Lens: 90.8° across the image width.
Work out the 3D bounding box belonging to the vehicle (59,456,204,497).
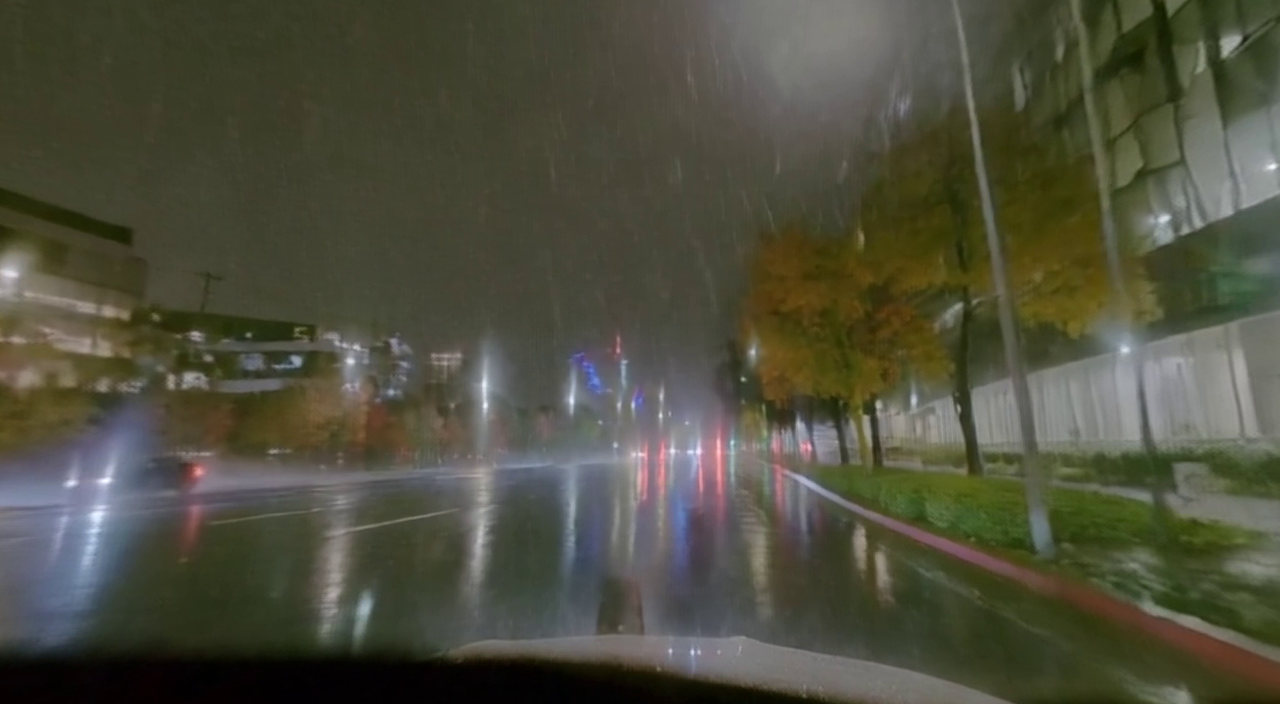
[{"bbox_3d":[-21.832,5.342,27.425,1.872,1.493,4.724,-2,-8,10],"label":"vehicle"}]

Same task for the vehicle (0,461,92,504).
[{"bbox_3d":[-25.552,5.311,25.866,1.867,1.540,4.423,-2,-8,9],"label":"vehicle"}]
